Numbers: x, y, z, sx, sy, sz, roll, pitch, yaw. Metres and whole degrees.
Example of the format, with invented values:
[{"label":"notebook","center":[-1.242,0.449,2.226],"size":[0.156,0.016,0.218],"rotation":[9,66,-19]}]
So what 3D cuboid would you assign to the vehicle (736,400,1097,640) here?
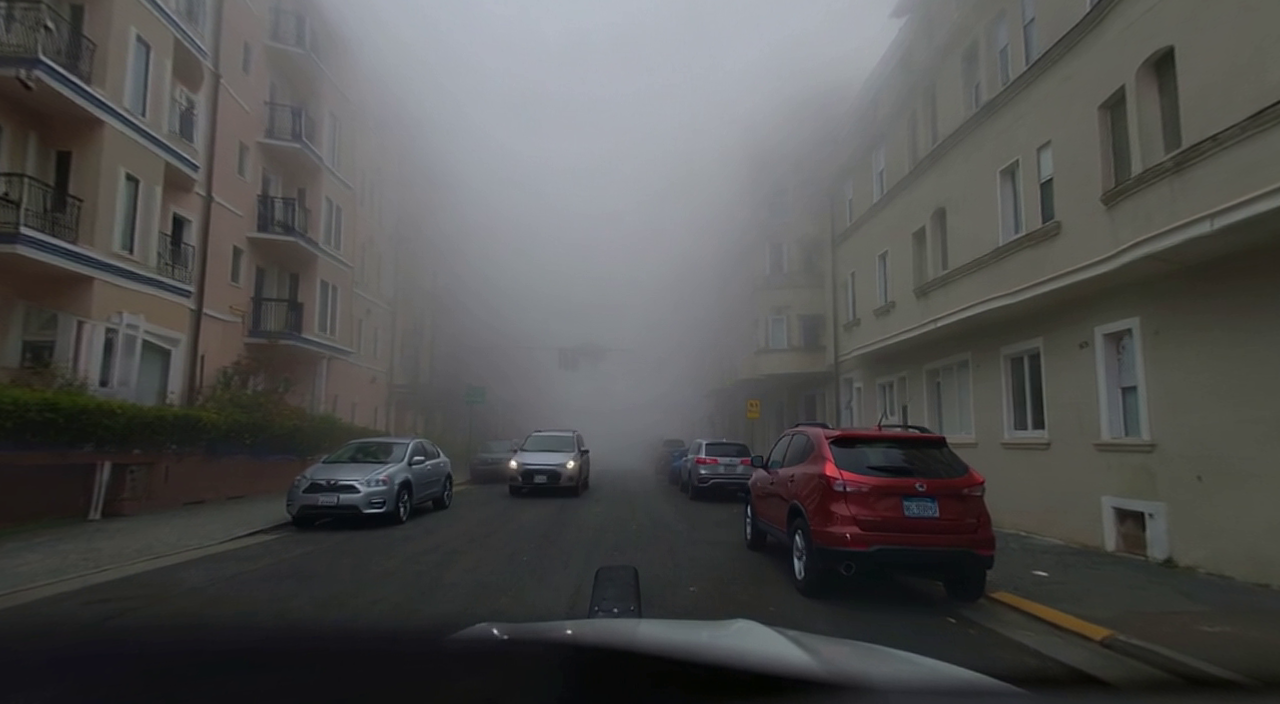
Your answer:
[{"label":"vehicle","center":[2.266,1.454,6.487],"size":[1.839,1.678,3.918],"rotation":[0,-8,-2]}]

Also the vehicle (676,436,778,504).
[{"label":"vehicle","center":[2.005,2.838,15.757],"size":[1.786,1.447,4.314],"rotation":[0,-8,-2]}]

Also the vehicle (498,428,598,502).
[{"label":"vehicle","center":[-2.065,2.626,15.078],"size":[1.845,1.544,3.388],"rotation":[0,-8,1]}]

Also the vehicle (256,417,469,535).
[{"label":"vehicle","center":[-4.540,2.125,11.198],"size":[1.883,1.499,4.426],"rotation":[6,-10,-3]}]
